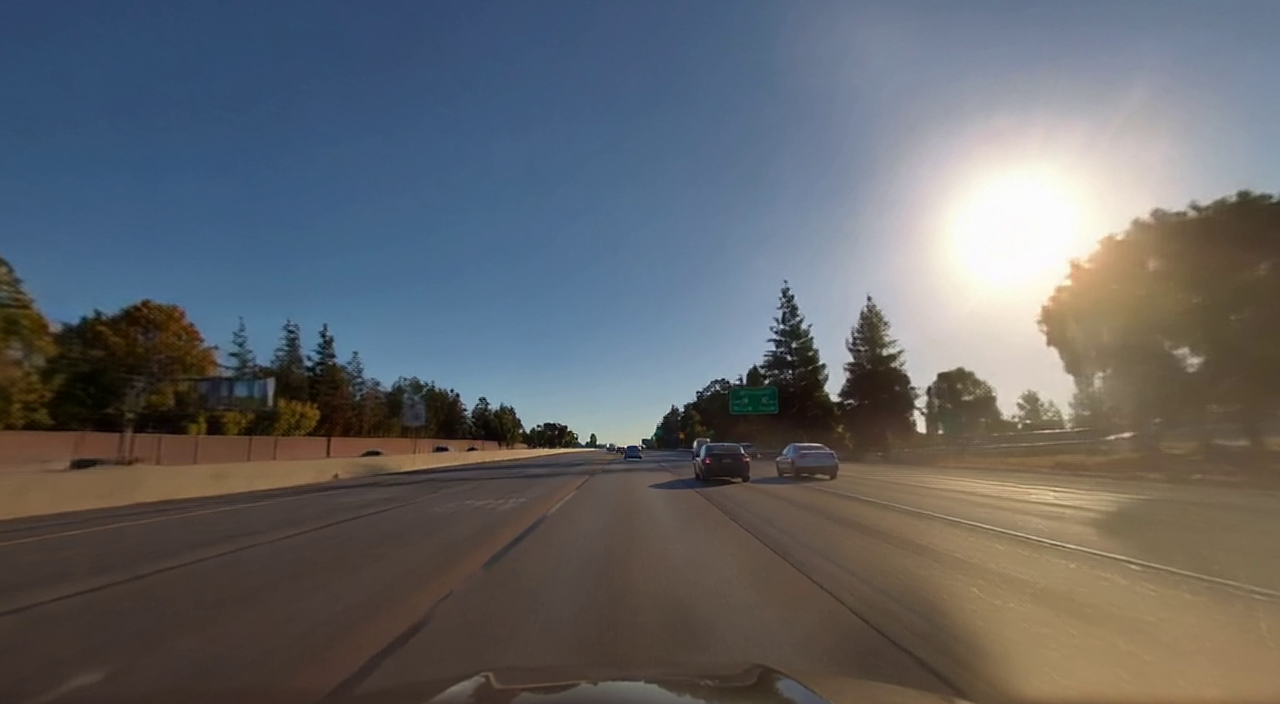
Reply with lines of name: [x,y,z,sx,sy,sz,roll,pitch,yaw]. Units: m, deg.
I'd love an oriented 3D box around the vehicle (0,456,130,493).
vehicle: [-26.607,5.640,29.369,1.951,1.481,4.693,0,-9,-1]

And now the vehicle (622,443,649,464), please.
vehicle: [-0.426,7.937,49.582,2.029,1.595,4.207,0,-8,-1]

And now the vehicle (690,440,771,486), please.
vehicle: [3.115,3.941,22.795,2.076,1.472,4.562,0,-8,-2]

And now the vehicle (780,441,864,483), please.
vehicle: [7.164,4.371,25.396,1.946,1.497,4.467,0,-8,-2]
